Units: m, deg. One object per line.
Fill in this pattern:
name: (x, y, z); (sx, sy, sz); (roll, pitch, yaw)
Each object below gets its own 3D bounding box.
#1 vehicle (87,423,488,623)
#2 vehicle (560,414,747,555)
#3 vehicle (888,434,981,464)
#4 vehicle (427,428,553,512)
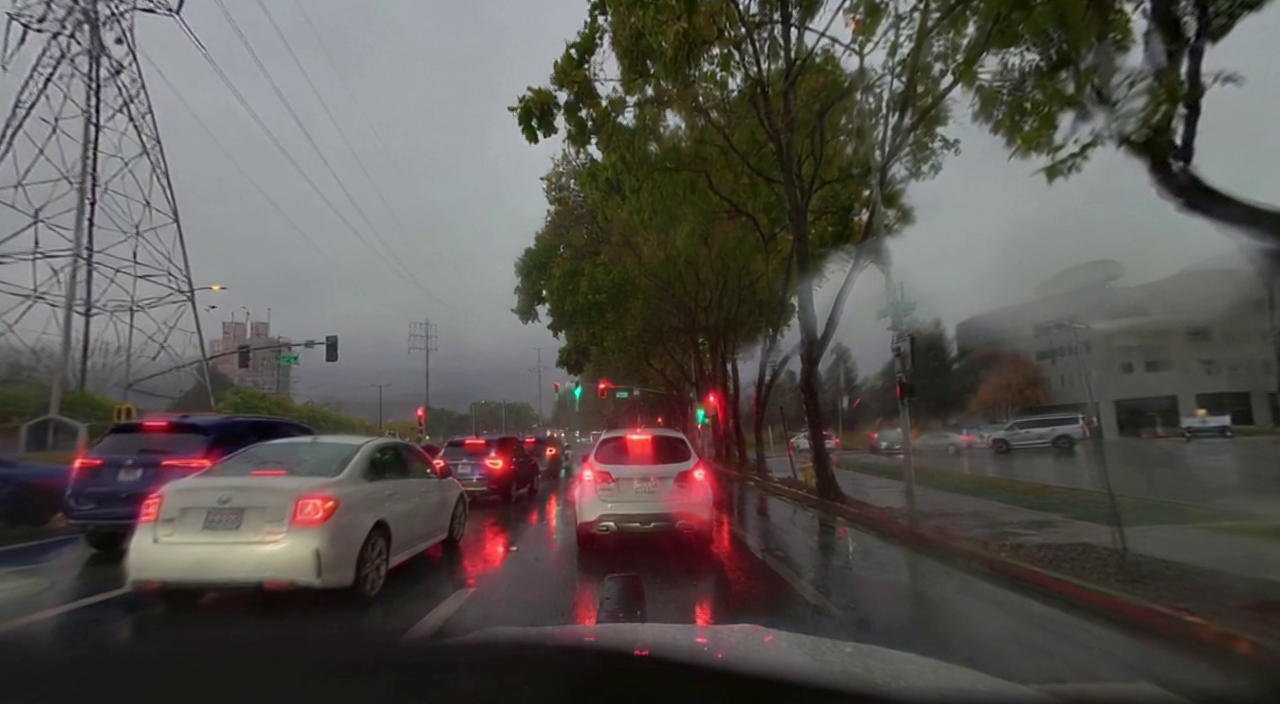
vehicle: (-3.181, 1.609, 7.028); (1.973, 1.469, 4.448); (0, -8, -1)
vehicle: (0.101, 1.902, 9.763); (2.239, 1.661, 4.224); (0, -8, -2)
vehicle: (15.127, 4.986, 32.575); (3.858, 1.437, 1.899); (0, -8, -4)
vehicle: (-3.243, 2.631, 14.506); (1.997, 1.636, 3.760); (0, -8, -1)
